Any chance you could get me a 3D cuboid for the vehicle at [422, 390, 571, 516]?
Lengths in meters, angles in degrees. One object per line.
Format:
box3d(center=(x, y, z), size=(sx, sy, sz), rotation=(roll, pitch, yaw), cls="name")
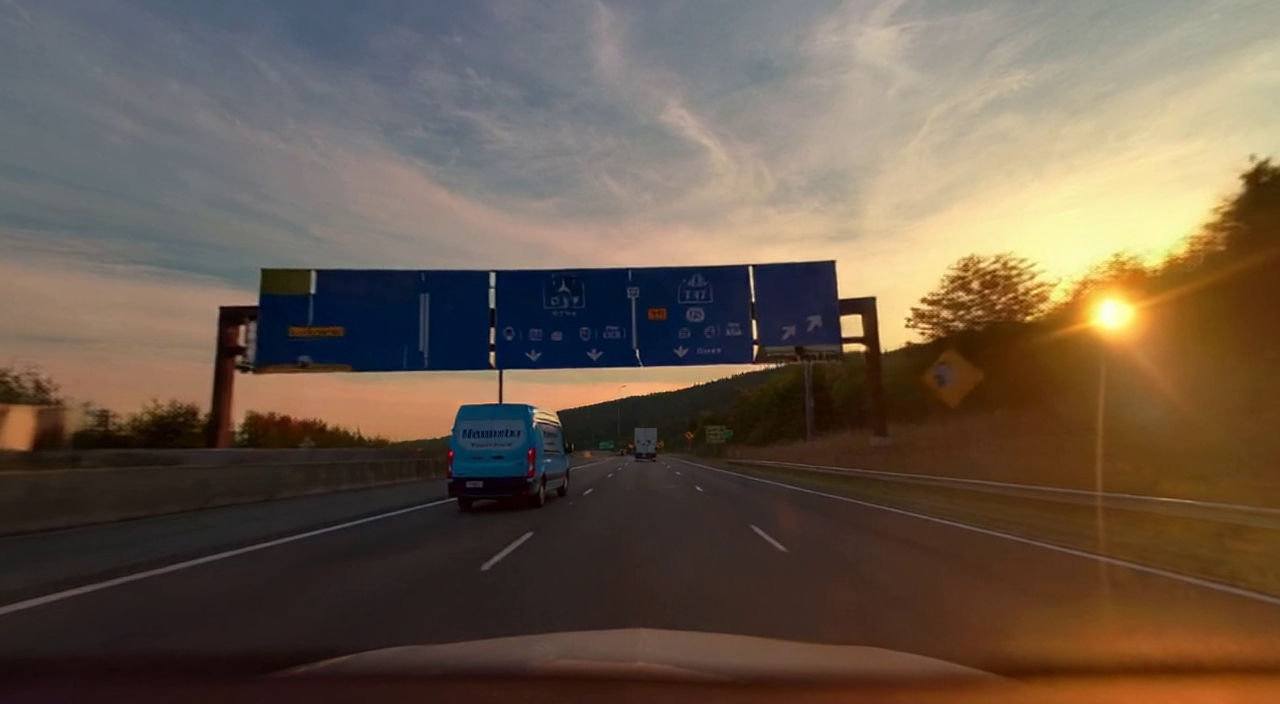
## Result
box3d(center=(-3.423, 2.667, 16.922), size=(2.320, 2.636, 7.021), rotation=(0, -9, 0), cls="vehicle")
